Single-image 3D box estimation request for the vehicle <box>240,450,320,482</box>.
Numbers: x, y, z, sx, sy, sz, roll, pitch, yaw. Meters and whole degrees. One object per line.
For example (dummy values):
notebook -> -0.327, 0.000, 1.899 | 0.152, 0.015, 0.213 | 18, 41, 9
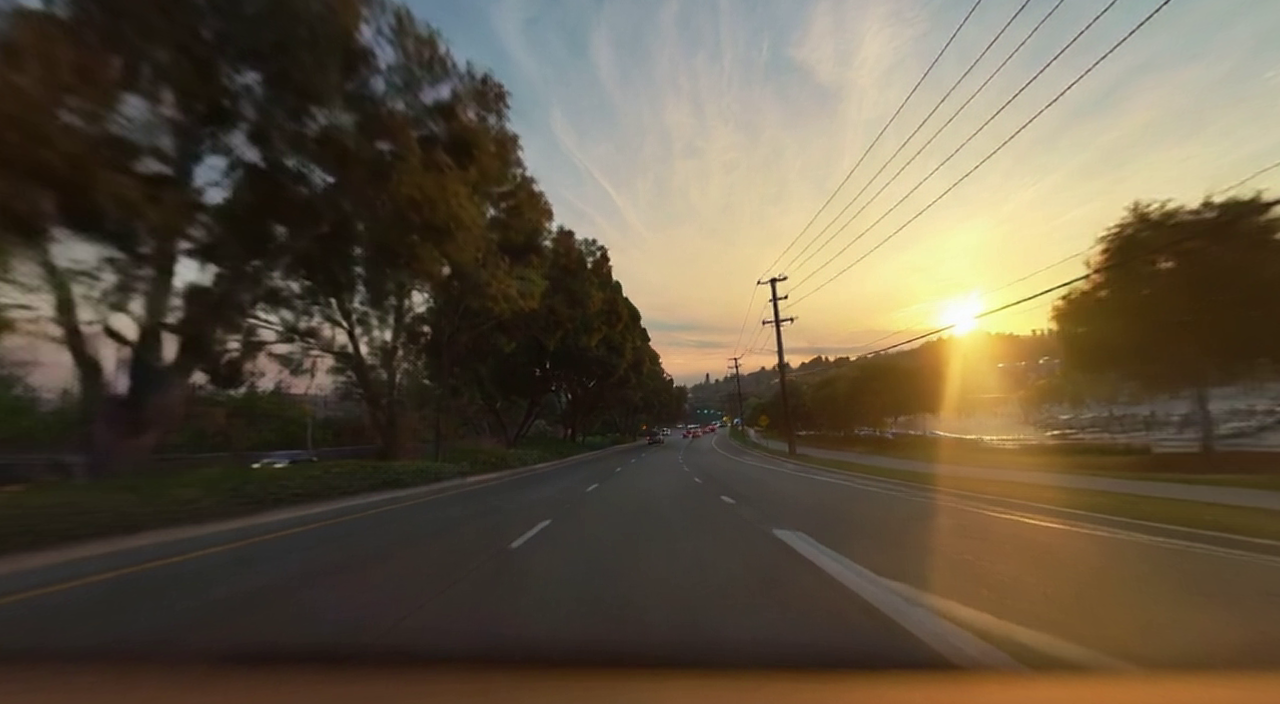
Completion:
vehicle -> -20.393, 6.453, 35.963 | 1.894, 1.632, 4.145 | -1, -9, 4
